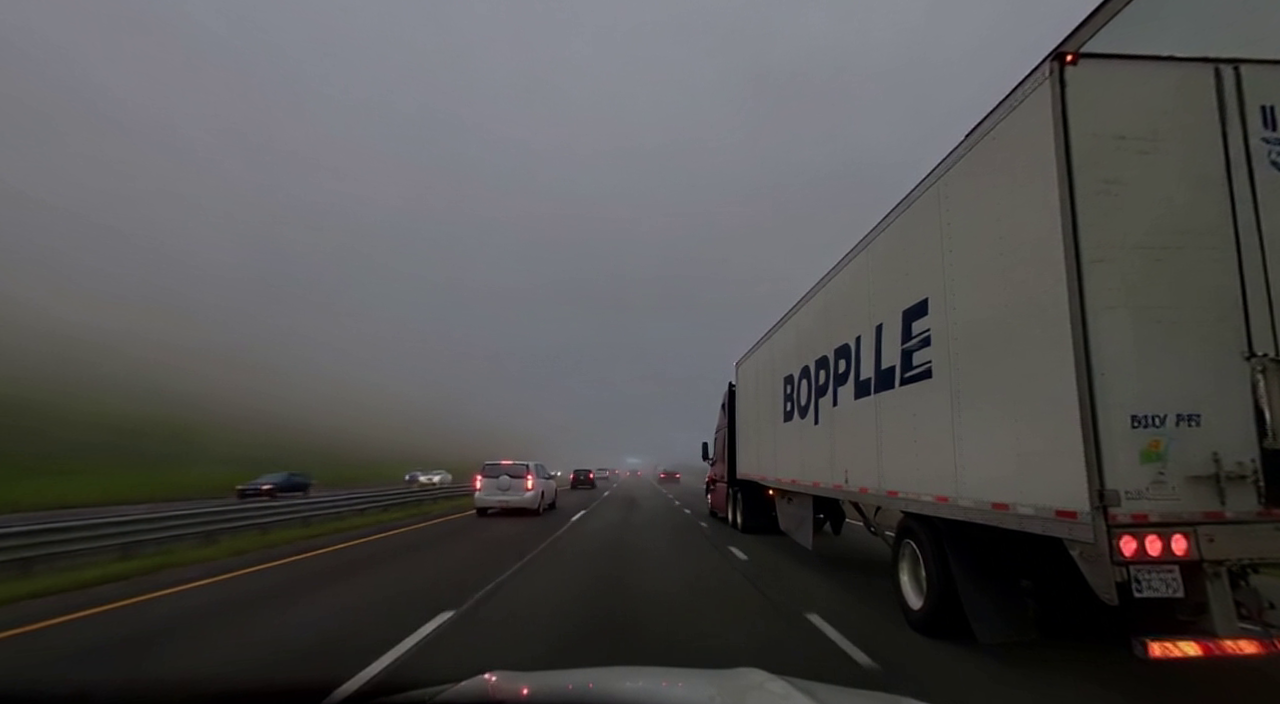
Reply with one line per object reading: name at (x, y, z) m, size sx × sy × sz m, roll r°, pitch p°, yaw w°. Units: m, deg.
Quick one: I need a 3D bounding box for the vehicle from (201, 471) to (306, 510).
vehicle at (-15.769, 5.638, 25.955) m, size 1.783 × 1.448 × 3.956 m, roll 1°, pitch -11°, yaw 0°

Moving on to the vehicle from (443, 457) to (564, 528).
vehicle at (-3.255, 3.475, 15.967) m, size 2.021 × 1.505 × 4.286 m, roll 1°, pitch -11°, yaw 1°

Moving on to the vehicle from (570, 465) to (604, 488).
vehicle at (-3.995, 9.496, 48.142) m, size 2.088 × 1.566 × 4.853 m, roll 1°, pitch -11°, yaw 1°

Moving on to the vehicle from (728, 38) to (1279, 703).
vehicle at (3.969, 1.305, 10.565) m, size 2.839 × 4.062 × 14.051 m, roll 1°, pitch -11°, yaw -1°
